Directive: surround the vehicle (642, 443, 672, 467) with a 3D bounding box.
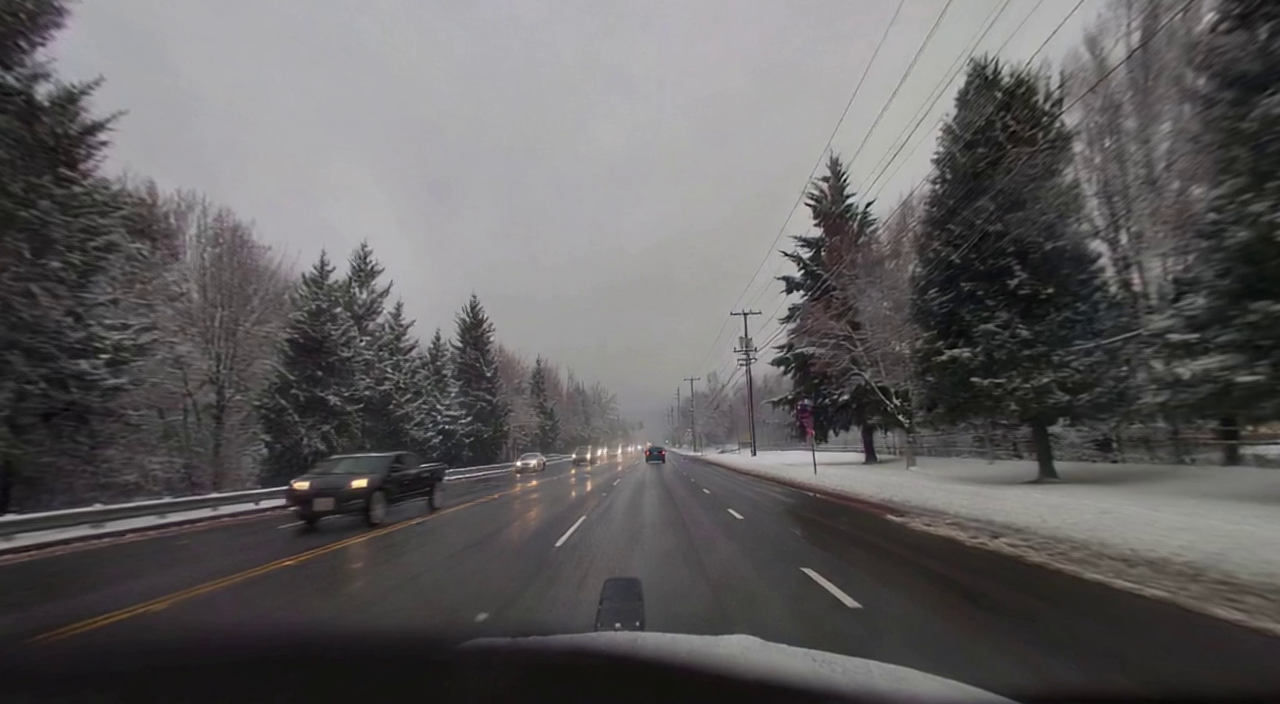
[{"bbox_3d":[1.294,7.824,48.202,2.163,1.746,4.073,-1,-8,1],"label":"vehicle"}]

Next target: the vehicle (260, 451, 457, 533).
[{"bbox_3d":[-5.876,2.948,13.997,2.138,1.446,4.614,-1,-9,2],"label":"vehicle"}]

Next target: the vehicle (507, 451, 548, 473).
[{"bbox_3d":[-8.175,8.011,46.259,2.058,1.495,4.448,-1,-9,2],"label":"vehicle"}]
